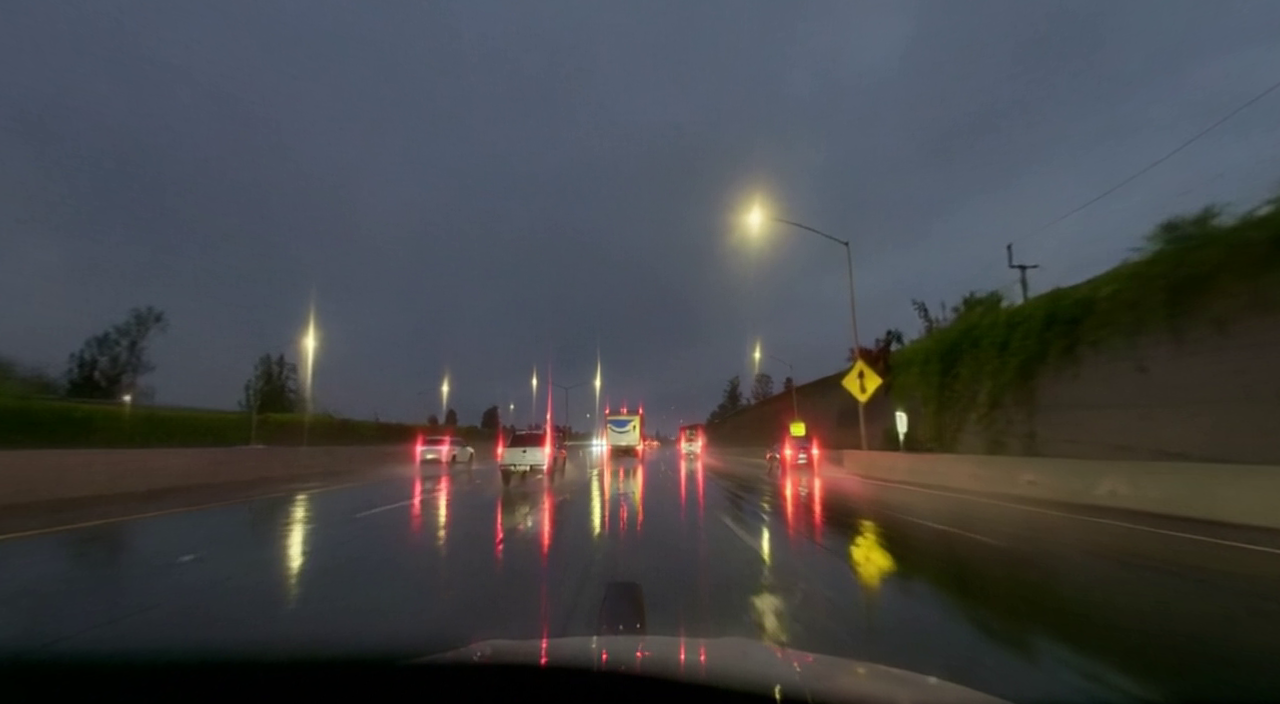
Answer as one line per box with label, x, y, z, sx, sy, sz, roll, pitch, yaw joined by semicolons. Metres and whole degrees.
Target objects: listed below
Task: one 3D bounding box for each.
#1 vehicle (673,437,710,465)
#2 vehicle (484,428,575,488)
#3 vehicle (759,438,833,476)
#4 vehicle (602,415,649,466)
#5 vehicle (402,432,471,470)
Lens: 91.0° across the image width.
vehicle;3.278;6.357;40.612;2.067;1.654;3.985;0;-8;0
vehicle;-3.413;3.362;20.289;2.095;1.688;4.188;0;-8;1
vehicle;6.753;4.606;27.830;1.970;1.499;4.491;1;-8;-2
vehicle;-0.722;5.178;36.657;2.456;2.705;6.251;0;-8;2
vehicle;-10.130;4.957;31.683;2.023;1.739;4.229;0;-8;0
